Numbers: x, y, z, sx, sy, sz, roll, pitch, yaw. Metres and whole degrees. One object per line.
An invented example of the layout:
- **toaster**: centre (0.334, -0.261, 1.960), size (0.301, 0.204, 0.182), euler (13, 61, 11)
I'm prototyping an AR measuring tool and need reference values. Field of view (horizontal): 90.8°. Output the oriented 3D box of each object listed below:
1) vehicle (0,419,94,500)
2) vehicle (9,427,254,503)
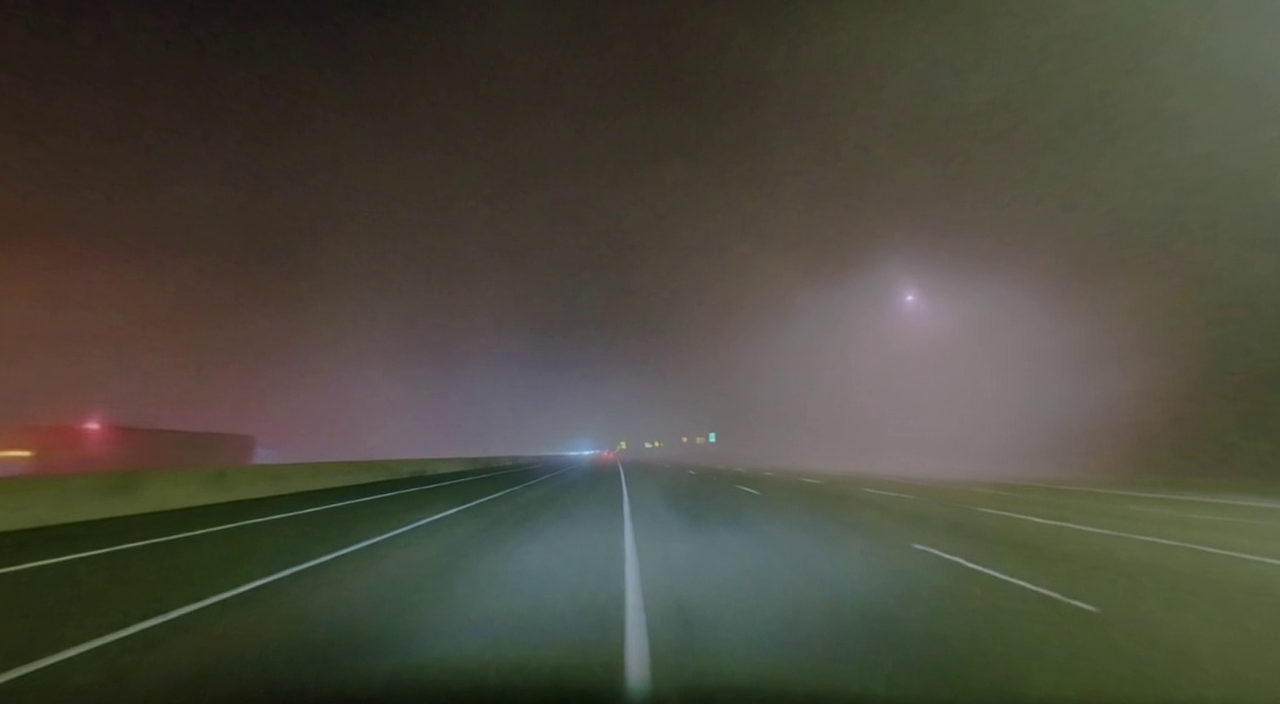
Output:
- **vehicle**: centre (-31.308, 5.271, 31.125), size (2.910, 3.762, 6.413), euler (-1, -8, -1)
- **vehicle**: centre (-31.550, 7.114, 41.182), size (2.846, 3.937, 16.382), euler (0, -8, -1)
